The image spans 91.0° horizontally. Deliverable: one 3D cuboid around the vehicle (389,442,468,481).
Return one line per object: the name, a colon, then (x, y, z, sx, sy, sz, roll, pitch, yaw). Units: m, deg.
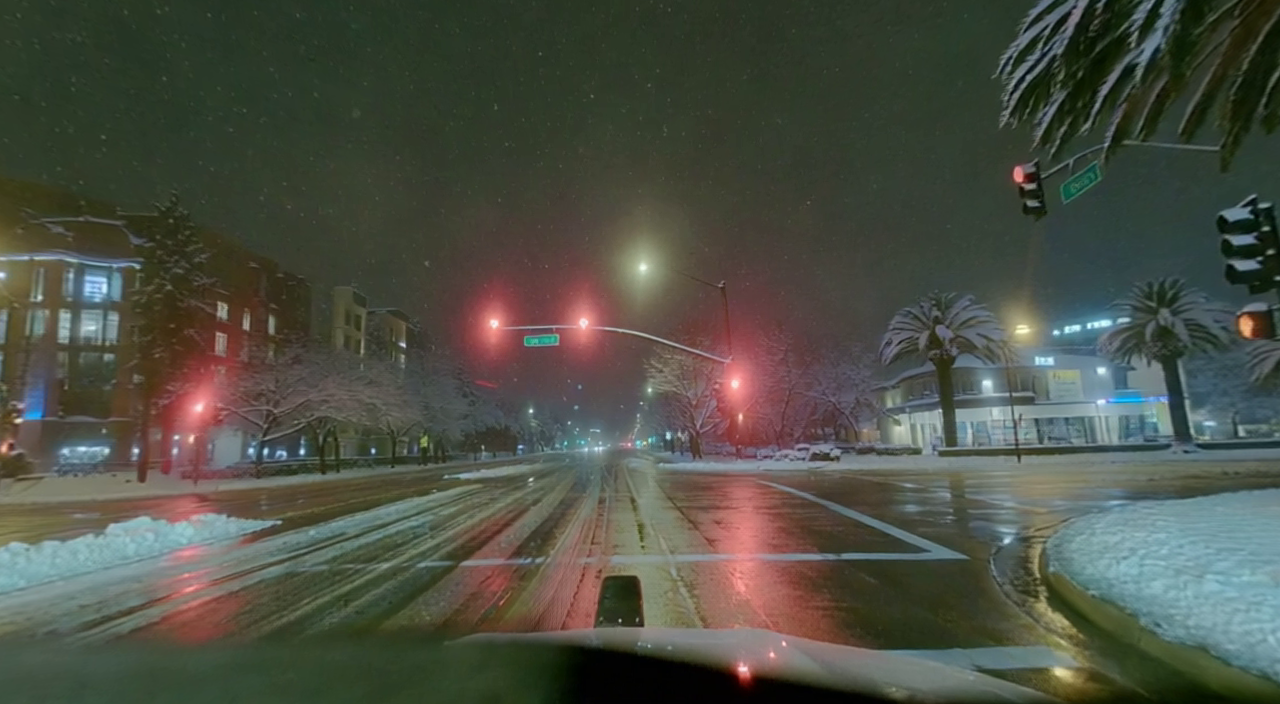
vehicle: (-10.741, 5.593, 32.373, 2.270, 1.833, 4.860, 0, -9, 1)
